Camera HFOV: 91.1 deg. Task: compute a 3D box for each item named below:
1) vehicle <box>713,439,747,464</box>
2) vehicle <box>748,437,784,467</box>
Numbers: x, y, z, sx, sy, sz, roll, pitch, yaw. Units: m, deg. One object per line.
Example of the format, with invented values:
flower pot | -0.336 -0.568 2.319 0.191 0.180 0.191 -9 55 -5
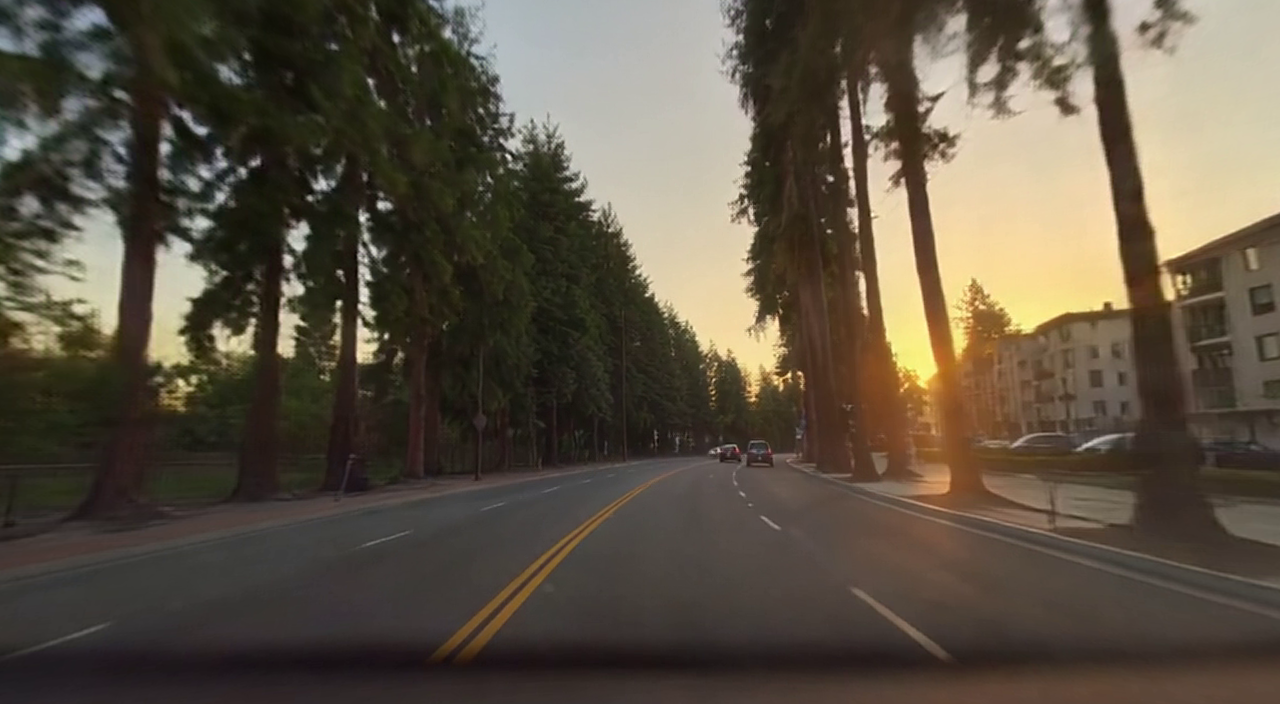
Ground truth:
vehicle | 7.068 7.746 48.934 2.158 1.852 4.485 -2 -9 13
vehicle | 7.967 6.318 39.759 2.069 1.791 4.422 -2 -9 10
